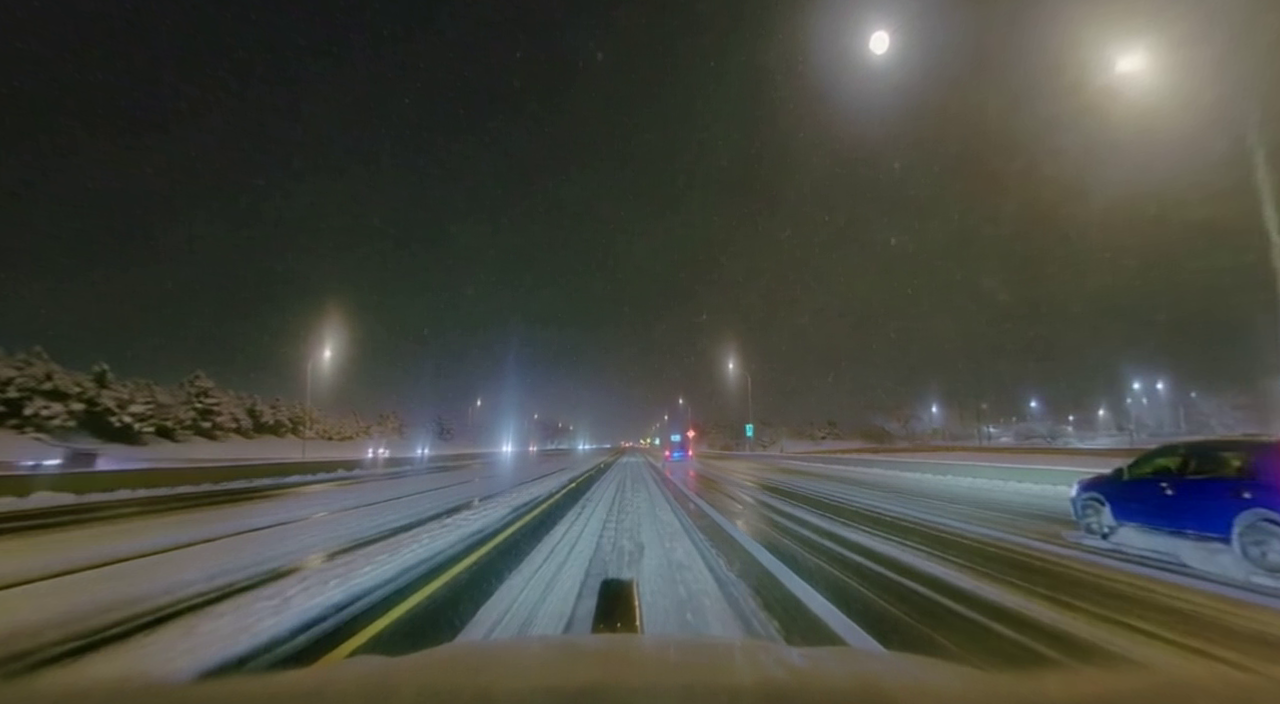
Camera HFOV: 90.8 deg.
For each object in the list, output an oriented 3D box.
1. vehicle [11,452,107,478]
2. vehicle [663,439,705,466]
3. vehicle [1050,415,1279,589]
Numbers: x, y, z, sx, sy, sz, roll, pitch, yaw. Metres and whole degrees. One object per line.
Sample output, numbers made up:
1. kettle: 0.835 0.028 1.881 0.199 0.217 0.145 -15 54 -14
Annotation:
1. vehicle: -35.997 6.970 39.303 1.999 1.489 4.209 0 -8 0
2. vehicle: 2.702 6.323 39.874 2.270 1.615 3.770 0 -8 -1
3. vehicle: 6.791 1.412 6.148 2.227 1.522 5.041 0 -8 0
